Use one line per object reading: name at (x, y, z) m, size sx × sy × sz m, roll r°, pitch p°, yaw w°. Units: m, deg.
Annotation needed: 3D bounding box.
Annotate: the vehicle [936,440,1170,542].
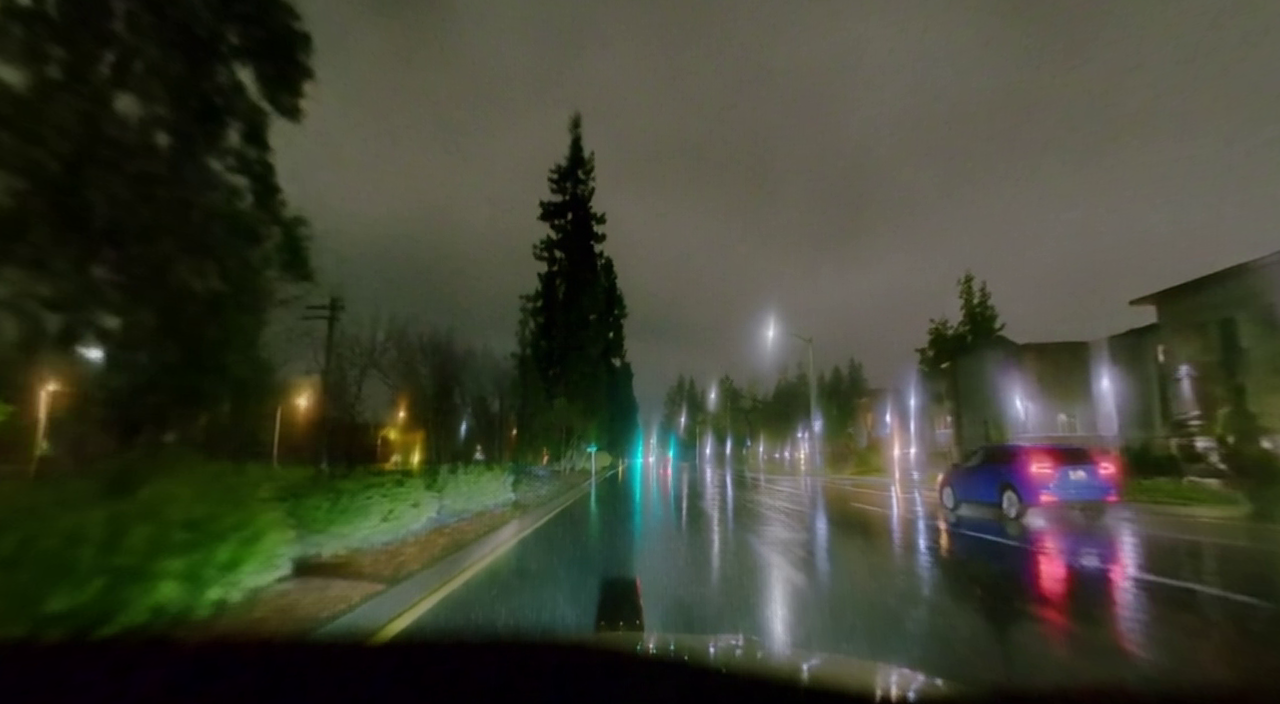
vehicle at (7.128, 2.384, 11.414) m, size 1.797 × 1.518 × 3.433 m, roll 0°, pitch -9°, yaw -1°
